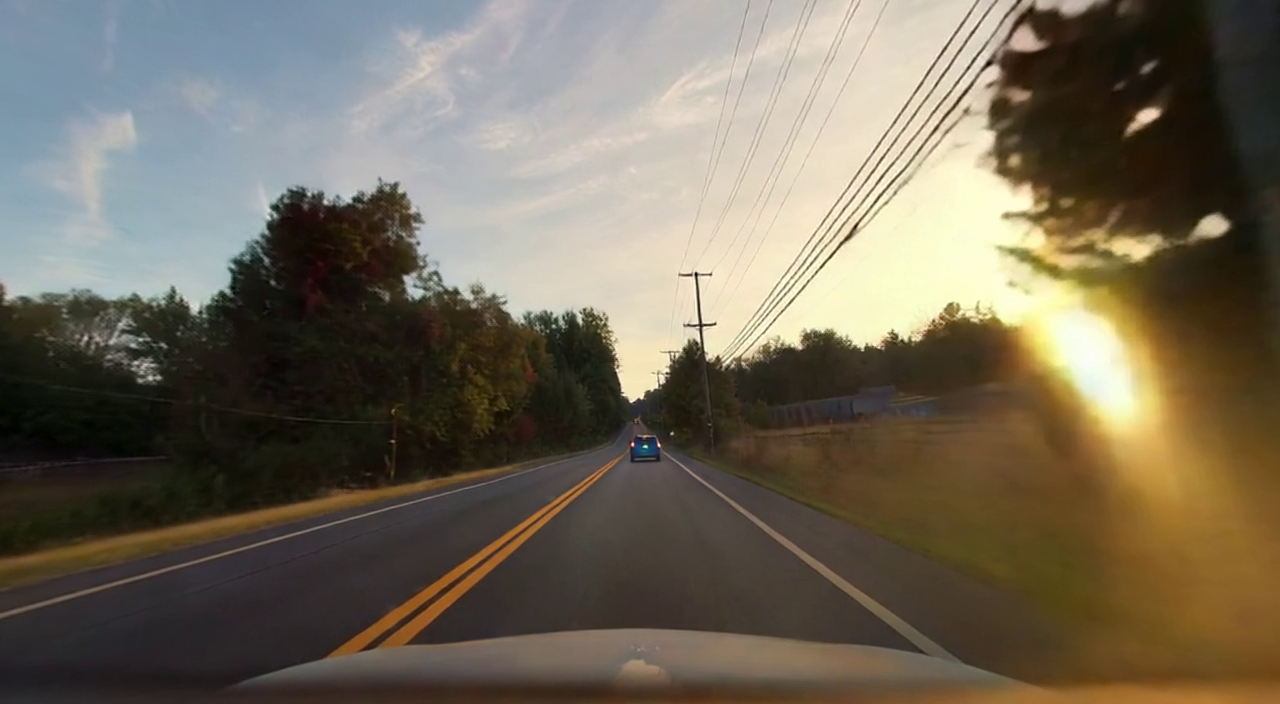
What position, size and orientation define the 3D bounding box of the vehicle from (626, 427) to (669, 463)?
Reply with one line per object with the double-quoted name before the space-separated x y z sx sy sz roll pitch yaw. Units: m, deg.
"vehicle" 0.403 5.702 38.599 2.468 2.056 4.422 0 -8 0
